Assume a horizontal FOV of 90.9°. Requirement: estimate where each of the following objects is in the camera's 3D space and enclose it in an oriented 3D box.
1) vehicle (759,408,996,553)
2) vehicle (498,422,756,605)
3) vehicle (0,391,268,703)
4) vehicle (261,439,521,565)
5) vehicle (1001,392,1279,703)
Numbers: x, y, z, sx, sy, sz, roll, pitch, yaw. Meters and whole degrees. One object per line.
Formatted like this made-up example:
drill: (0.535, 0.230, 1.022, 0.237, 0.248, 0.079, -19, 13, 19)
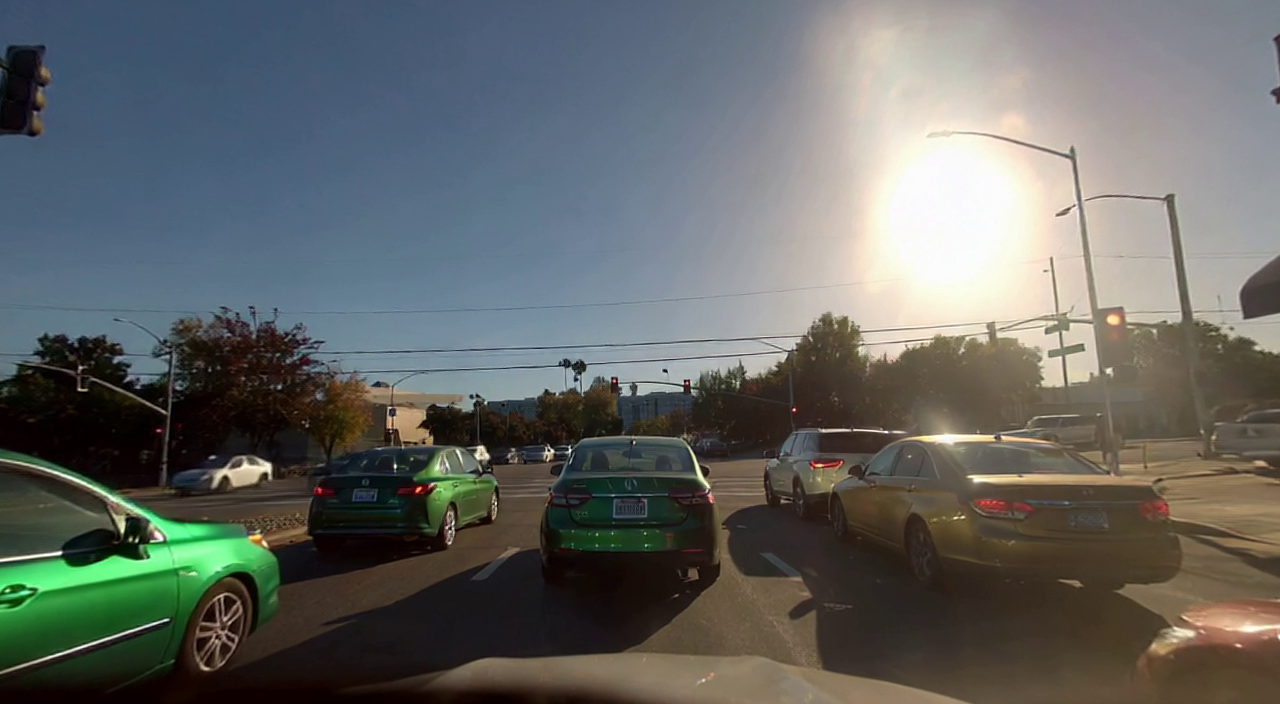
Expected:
vehicle: (3.300, 1.871, 9.840, 1.992, 1.744, 4.183, 0, -8, -1)
vehicle: (-0.131, 1.656, 7.388, 2.140, 1.499, 4.119, 0, -8, -1)
vehicle: (-3.480, 0.850, 1.836, 2.016, 1.547, 4.414, 0, -8, 1)
vehicle: (-3.307, 2.069, 9.540, 1.995, 1.436, 4.373, -1, -8, 3)
vehicle: (3.936, 0.971, 3.105, 1.800, 1.519, 4.198, 0, -8, 0)
